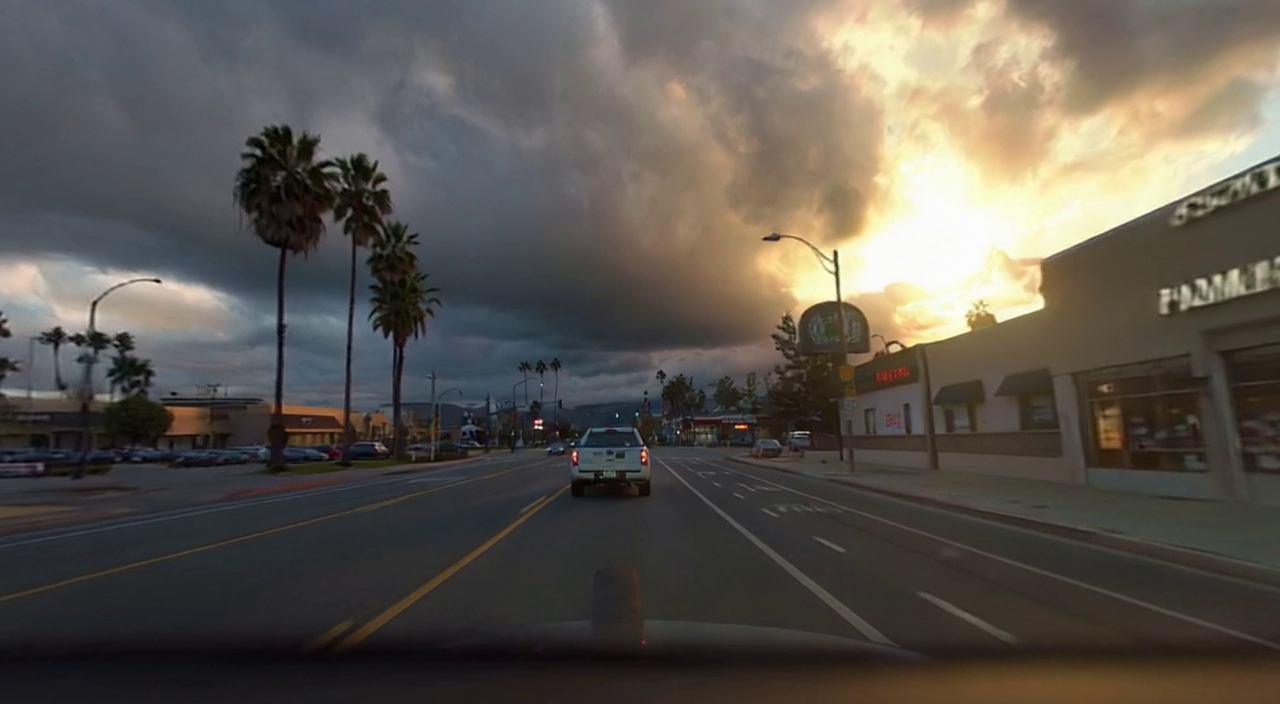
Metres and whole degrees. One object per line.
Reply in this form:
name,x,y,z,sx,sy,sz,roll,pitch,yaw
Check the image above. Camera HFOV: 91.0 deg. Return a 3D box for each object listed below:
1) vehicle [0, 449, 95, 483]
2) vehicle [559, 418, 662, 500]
vehicle,-34.728,6.624,36.789,2.013,1.785,4.331,0,-9,-5
vehicle,-0.677,2.627,15.806,2.239,1.763,4.096,0,-8,-1
